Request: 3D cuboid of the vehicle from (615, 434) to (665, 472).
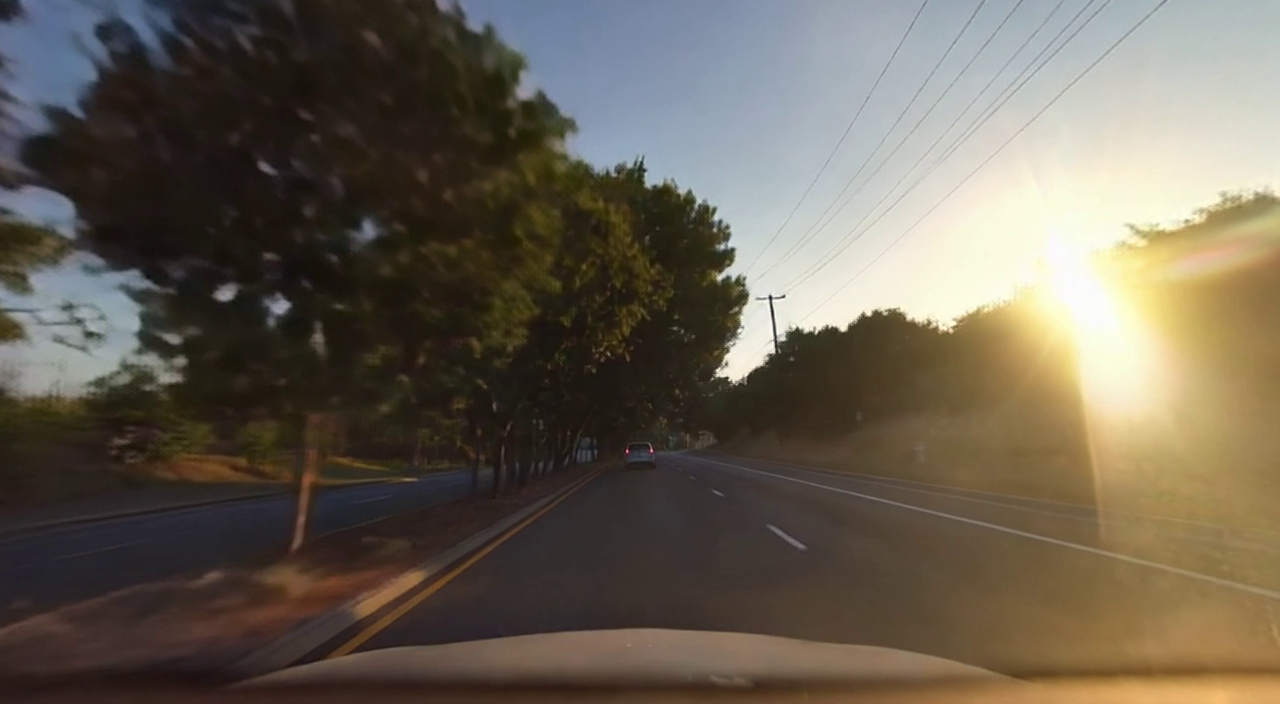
[{"bbox_3d":[-0.005,4.951,31.024,2.256,1.734,4.176,0,-8,0],"label":"vehicle"}]
